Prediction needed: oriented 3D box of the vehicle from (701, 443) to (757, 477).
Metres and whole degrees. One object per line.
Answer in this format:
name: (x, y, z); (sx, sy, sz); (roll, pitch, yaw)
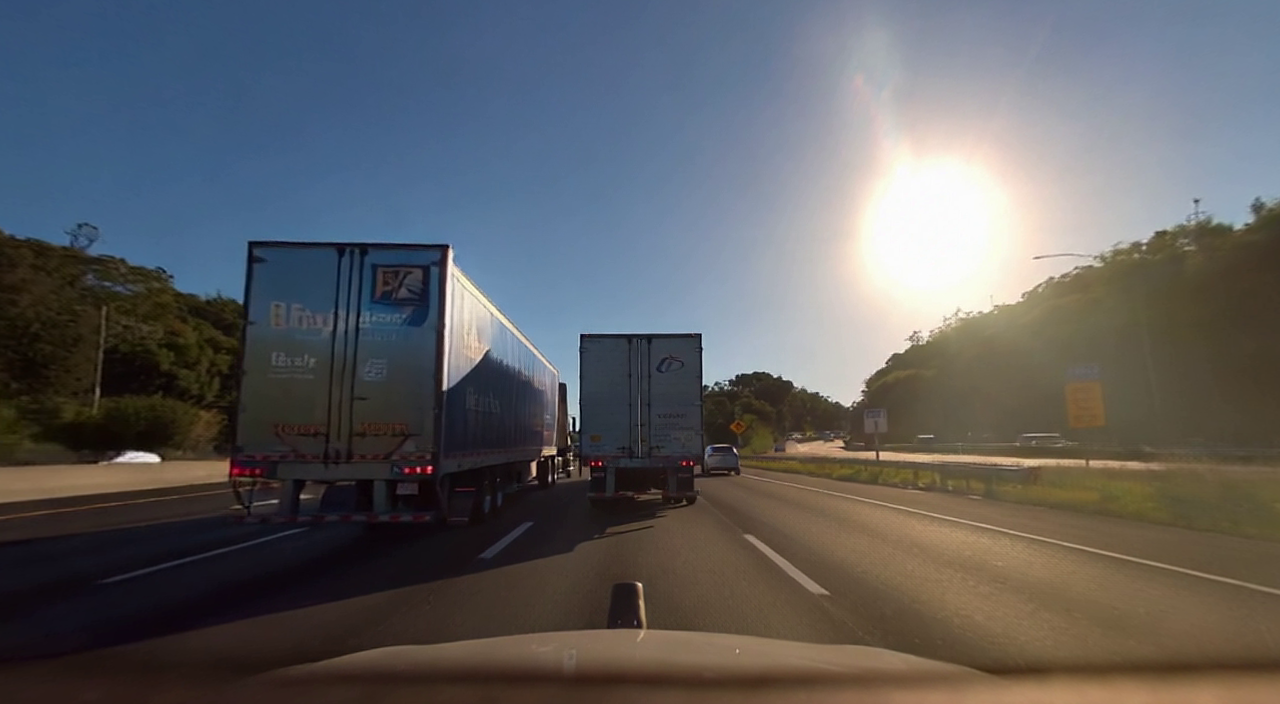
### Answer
vehicle: (4.108, 5.063, 29.962); (2.010, 1.446, 4.579); (0, -9, 0)

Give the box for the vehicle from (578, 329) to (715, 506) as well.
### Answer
vehicle: (0.068, 2.105, 18.511); (2.910, 3.828, 9.805); (0, -9, -1)

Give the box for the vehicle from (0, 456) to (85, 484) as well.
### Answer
vehicle: (-31.964, 6.169, 33.294); (2.002, 1.318, 3.679); (0, -9, 1)

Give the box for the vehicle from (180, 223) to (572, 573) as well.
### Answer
vehicle: (-3.852, 1.643, 15.318); (2.873, 4.107, 15.970); (0, -9, -1)
